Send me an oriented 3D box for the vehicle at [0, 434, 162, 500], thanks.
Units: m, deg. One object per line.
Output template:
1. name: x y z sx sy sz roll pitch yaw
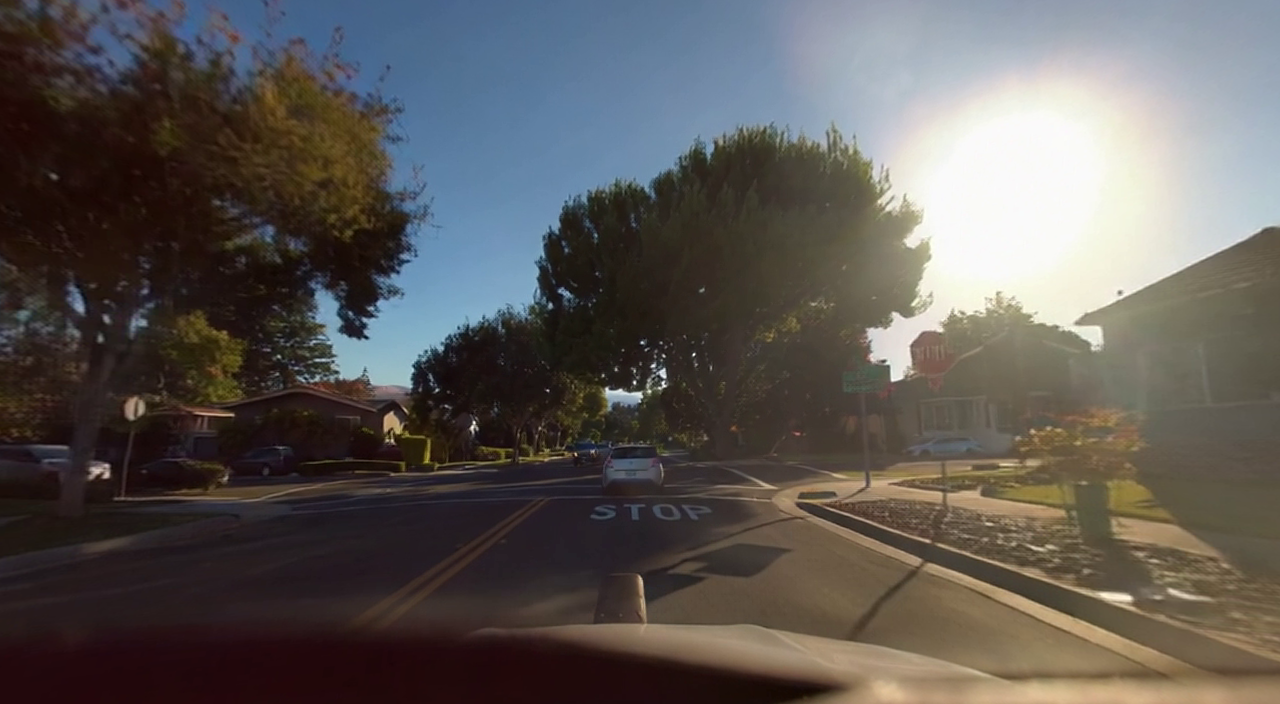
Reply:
1. vehicle: -20.910 4.149 22.376 5.796 1.946 2.391 -3 -10 -4

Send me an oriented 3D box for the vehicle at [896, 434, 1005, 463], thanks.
1. vehicle: 16.555 5.176 33.677 4.748 1.488 2.029 1 -9 -4

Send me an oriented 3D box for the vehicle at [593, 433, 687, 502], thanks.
1. vehicle: -0.077 2.831 15.874 2.043 1.484 4.340 0 -9 -2
